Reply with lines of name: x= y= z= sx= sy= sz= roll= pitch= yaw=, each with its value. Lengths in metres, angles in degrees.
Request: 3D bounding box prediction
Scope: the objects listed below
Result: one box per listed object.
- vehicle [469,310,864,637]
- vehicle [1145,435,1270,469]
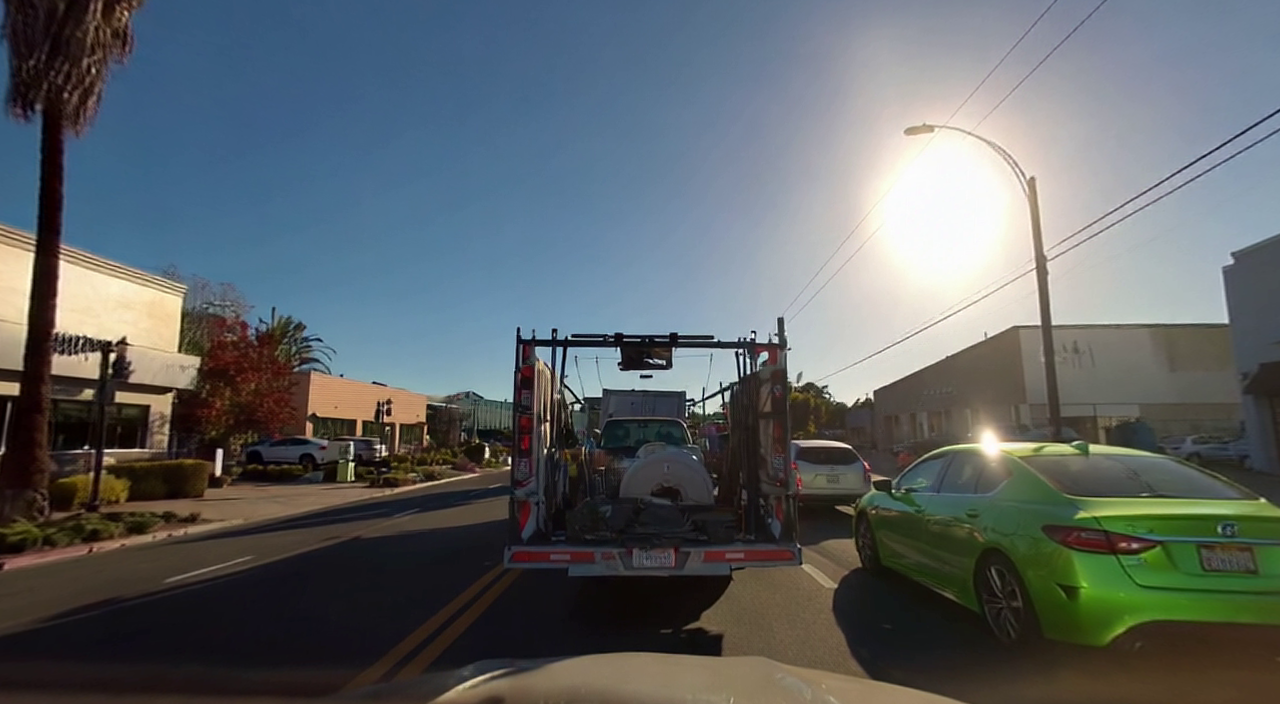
vehicle: x=0.166 y=1.304 z=7.720 sx=2.728 sy=2.305 sz=6.506 roll=0 pitch=-8 yaw=0
vehicle: x=28.575 y=5.043 z=31.802 sx=4.193 sy=1.633 sz=1.928 roll=-4 pitch=-9 yaw=26
